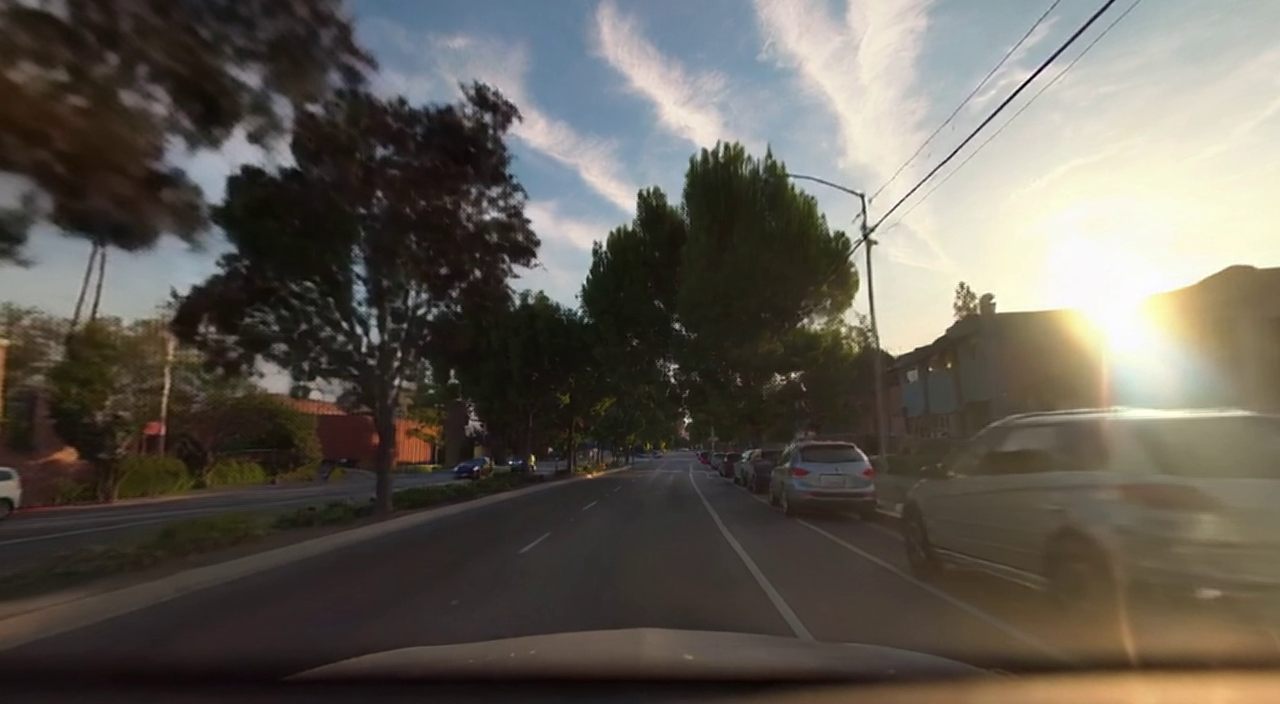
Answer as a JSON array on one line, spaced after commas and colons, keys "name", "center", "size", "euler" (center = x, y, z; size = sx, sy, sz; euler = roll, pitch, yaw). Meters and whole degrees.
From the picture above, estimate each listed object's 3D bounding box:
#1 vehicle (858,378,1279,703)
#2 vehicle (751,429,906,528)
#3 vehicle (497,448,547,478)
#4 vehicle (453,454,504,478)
[{"name": "vehicle", "center": [3.892, 1.356, 5.626], "size": [2.170, 1.762, 4.902], "euler": [-1, -8, 1]}, {"name": "vehicle", "center": [3.964, 2.735, 14.402], "size": [2.166, 1.798, 5.256], "euler": [-1, -8, 3]}, {"name": "vehicle", "center": [-7.478, 7.075, 40.412], "size": [2.331, 1.696, 4.861], "euler": [0, -8, -1]}, {"name": "vehicle", "center": [-11.220, 7.937, 44.142], "size": [1.999, 1.467, 4.618], "euler": [-1, -8, 5]}]
